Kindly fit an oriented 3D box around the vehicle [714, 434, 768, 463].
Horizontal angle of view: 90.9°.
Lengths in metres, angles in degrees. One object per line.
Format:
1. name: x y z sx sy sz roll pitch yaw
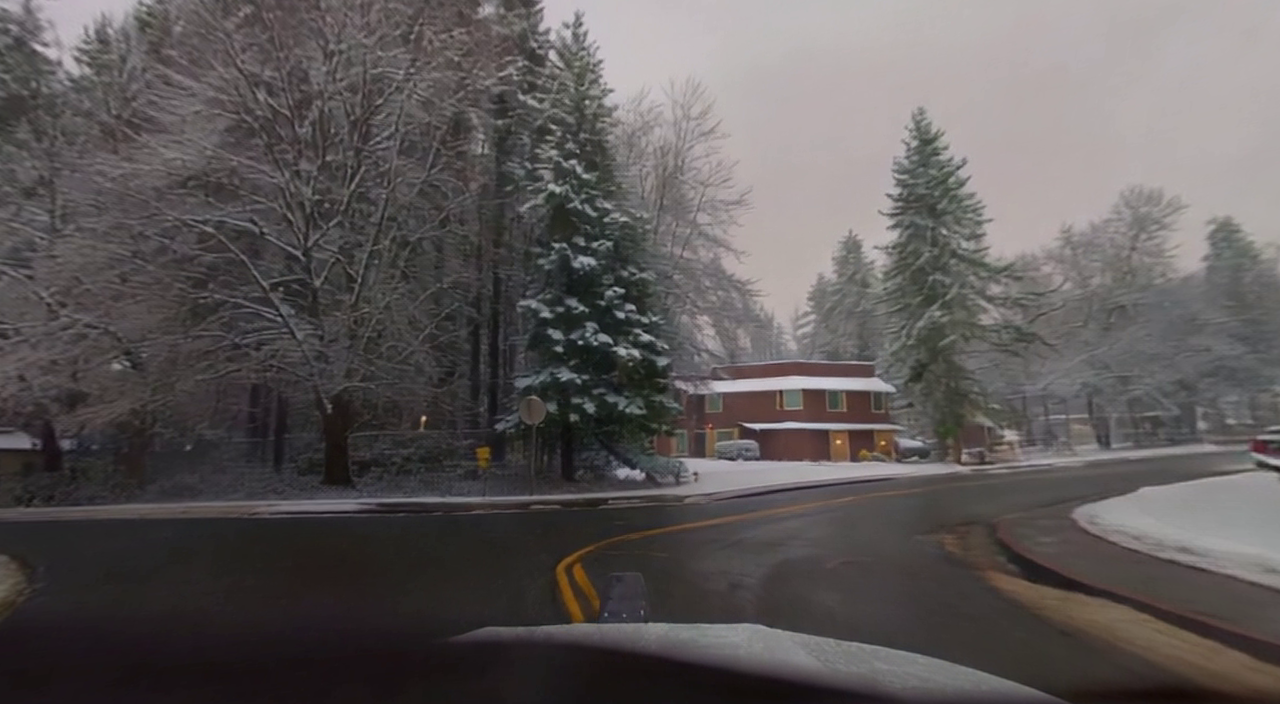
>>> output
1. vehicle: 5.630 5.421 35.407 1.802 1.548 3.501 3 -9 -12
